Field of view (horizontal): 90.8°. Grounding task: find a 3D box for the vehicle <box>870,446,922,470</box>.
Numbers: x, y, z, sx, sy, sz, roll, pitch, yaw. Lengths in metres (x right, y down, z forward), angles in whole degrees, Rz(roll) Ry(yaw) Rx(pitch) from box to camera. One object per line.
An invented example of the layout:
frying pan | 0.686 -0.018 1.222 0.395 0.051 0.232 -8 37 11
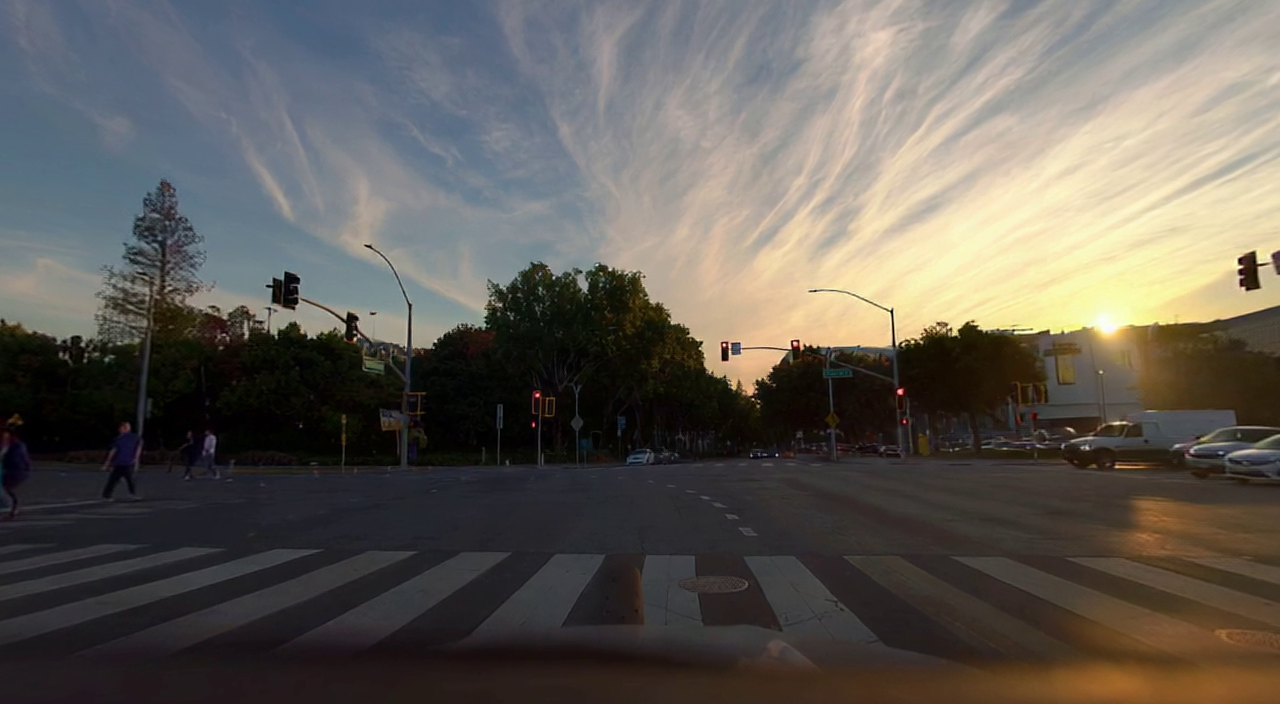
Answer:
vehicle | 17.517 7.244 43.500 1.789 1.557 4.293 0 -9 0

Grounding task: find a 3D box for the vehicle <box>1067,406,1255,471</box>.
vehicle | 22.940 3.864 28.090 5.855 2.746 2.523 -1 -9 3

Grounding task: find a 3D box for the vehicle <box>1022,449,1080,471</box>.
vehicle | 27.681 7.277 42.686 1.589 1.405 3.633 -1 -9 4

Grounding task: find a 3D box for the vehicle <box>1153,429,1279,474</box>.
vehicle | 20.916 3.408 21.731 4.740 1.464 1.876 -1 -9 3
